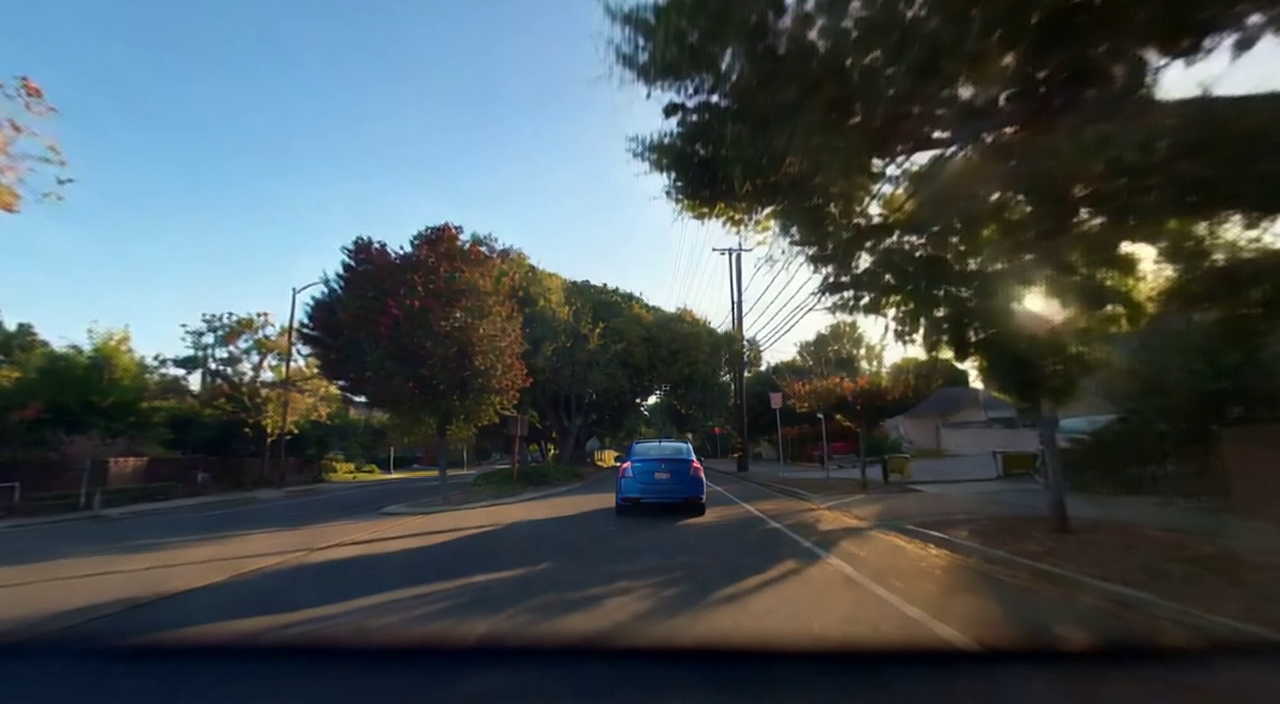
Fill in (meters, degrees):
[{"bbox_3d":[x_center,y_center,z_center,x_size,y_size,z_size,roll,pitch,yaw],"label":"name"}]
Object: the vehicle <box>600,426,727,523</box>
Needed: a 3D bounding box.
[{"bbox_3d":[0.405,2.436,13.045,2.200,1.653,4.127,0,-8,0],"label":"vehicle"}]
